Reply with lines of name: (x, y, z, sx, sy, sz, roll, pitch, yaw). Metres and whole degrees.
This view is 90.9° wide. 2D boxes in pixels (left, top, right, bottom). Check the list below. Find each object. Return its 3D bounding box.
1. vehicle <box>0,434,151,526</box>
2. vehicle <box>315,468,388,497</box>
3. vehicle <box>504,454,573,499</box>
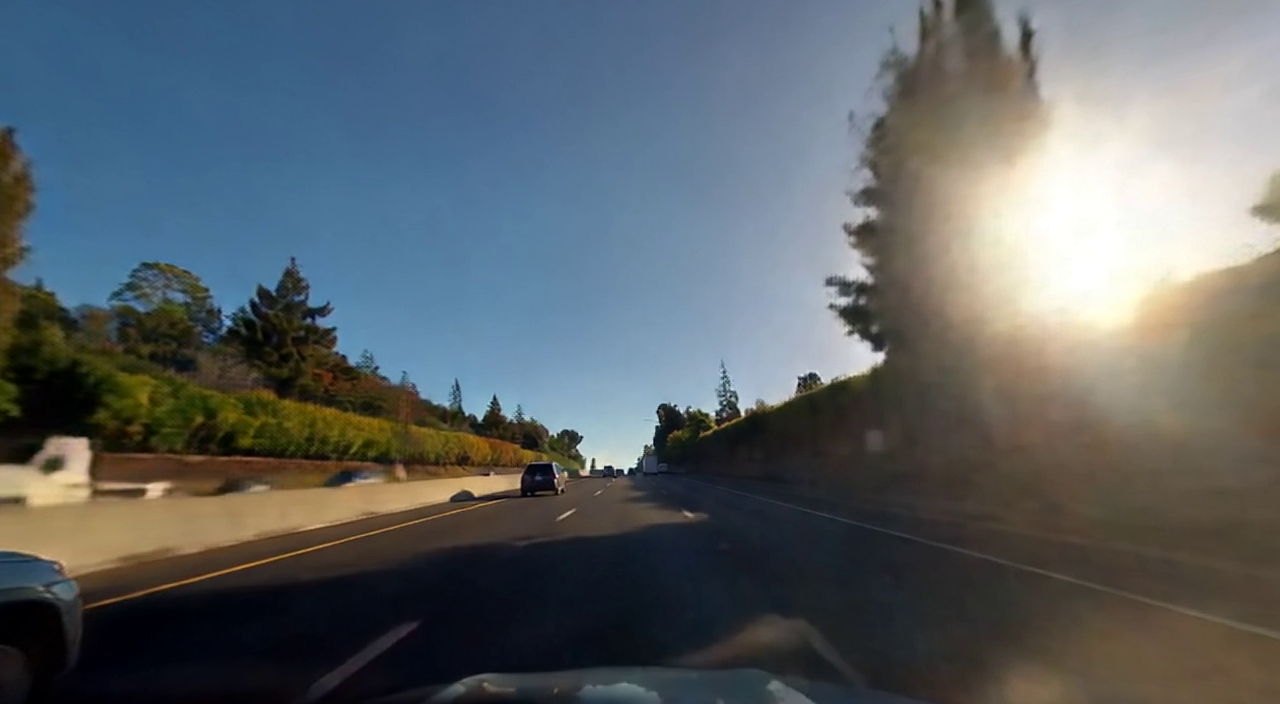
vehicle: (-20.368, 4.257, 21.281, 2.557, 2.682, 6.194, 1, -10, 0)
vehicle: (-16.368, 7.401, 36.026, 1.938, 1.479, 4.676, 1, -10, 0)
vehicle: (-4.319, 5.443, 27.677, 2.178, 1.736, 4.847, 1, -10, 0)
